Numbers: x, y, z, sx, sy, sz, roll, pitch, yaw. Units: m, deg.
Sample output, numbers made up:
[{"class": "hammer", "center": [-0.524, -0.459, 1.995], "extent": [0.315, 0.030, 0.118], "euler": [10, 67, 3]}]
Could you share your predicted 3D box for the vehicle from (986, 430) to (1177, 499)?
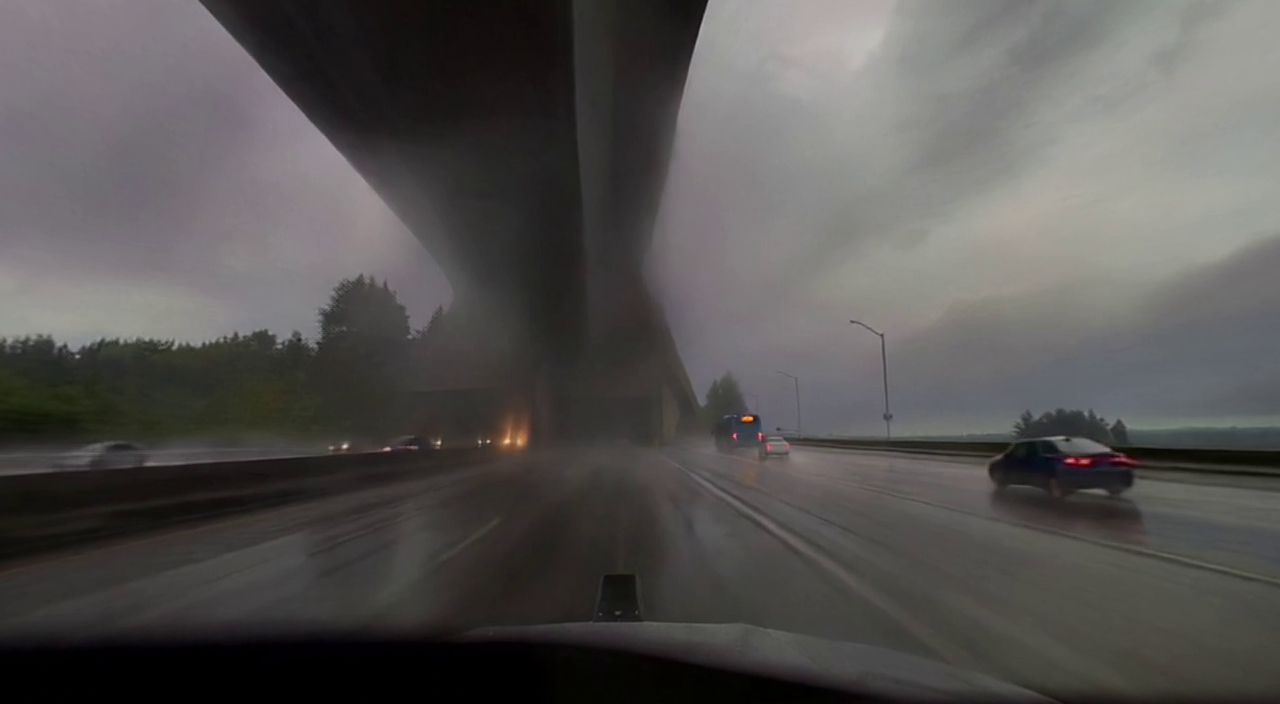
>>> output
[{"class": "vehicle", "center": [10.561, 2.673, 15.460], "extent": [1.880, 1.460, 3.770], "euler": [0, -8, -1]}]

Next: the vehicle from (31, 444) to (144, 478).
[{"class": "vehicle", "center": [-25.445, 5.001, 29.155], "extent": [1.723, 1.419, 4.036], "euler": [0, -8, -3]}]

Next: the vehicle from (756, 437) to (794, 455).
[{"class": "vehicle", "center": [10.358, 7.240, 48.543], "extent": [1.866, 1.359, 4.218], "euler": [0, -8, -2]}]
